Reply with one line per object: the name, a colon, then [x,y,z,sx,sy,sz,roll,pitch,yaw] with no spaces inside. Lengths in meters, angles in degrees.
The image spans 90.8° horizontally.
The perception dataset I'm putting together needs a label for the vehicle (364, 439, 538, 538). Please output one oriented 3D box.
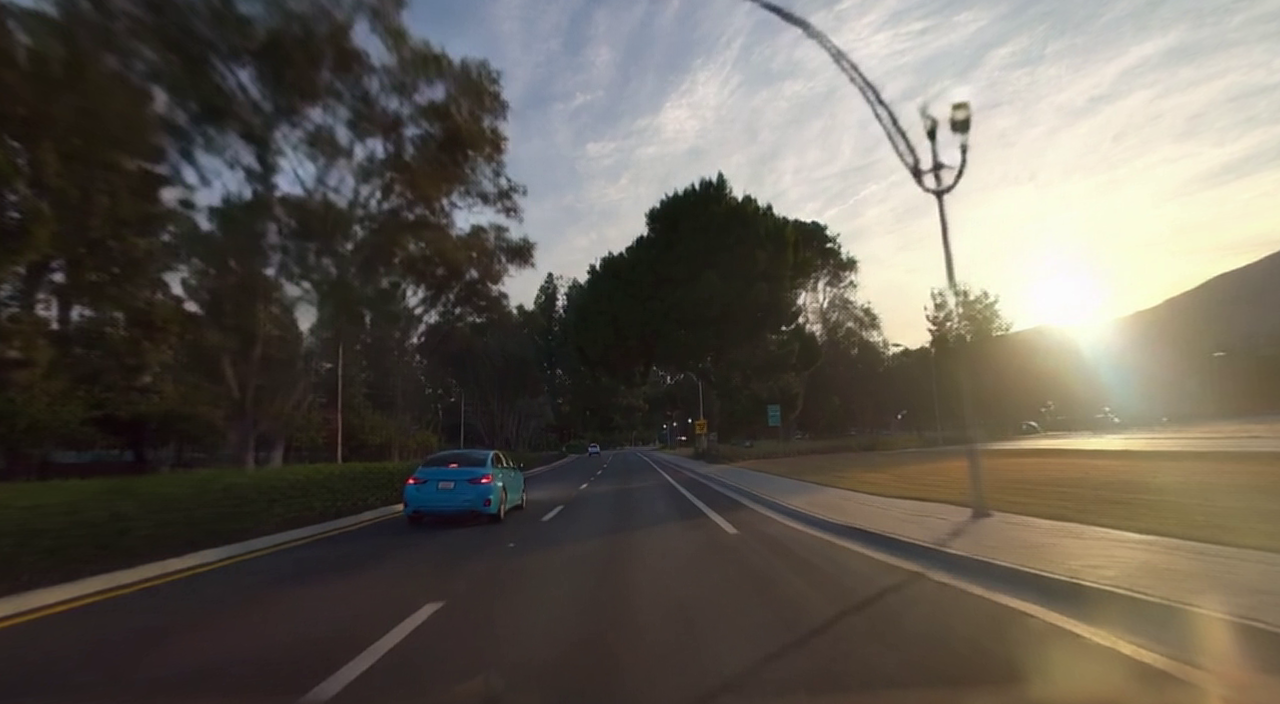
vehicle: [-3.214,2.379,11.699,1.964,1.472,4.078,0,-8,0]
